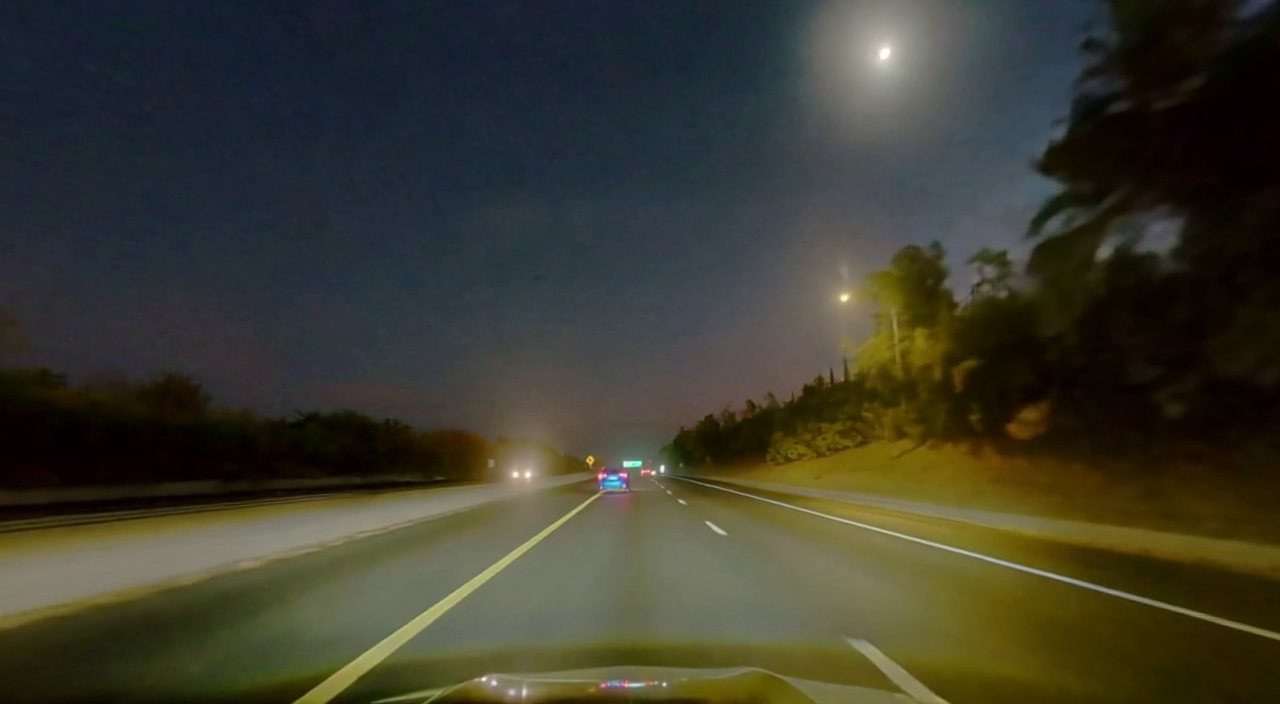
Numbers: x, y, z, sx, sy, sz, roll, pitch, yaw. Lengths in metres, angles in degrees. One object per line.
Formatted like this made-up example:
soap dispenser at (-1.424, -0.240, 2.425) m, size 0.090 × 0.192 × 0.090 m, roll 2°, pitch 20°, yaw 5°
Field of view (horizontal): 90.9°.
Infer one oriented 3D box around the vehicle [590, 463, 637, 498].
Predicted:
vehicle at (-1.218, 6.256, 30.911) m, size 2.016 × 1.530 × 4.009 m, roll 1°, pitch -10°, yaw 1°
